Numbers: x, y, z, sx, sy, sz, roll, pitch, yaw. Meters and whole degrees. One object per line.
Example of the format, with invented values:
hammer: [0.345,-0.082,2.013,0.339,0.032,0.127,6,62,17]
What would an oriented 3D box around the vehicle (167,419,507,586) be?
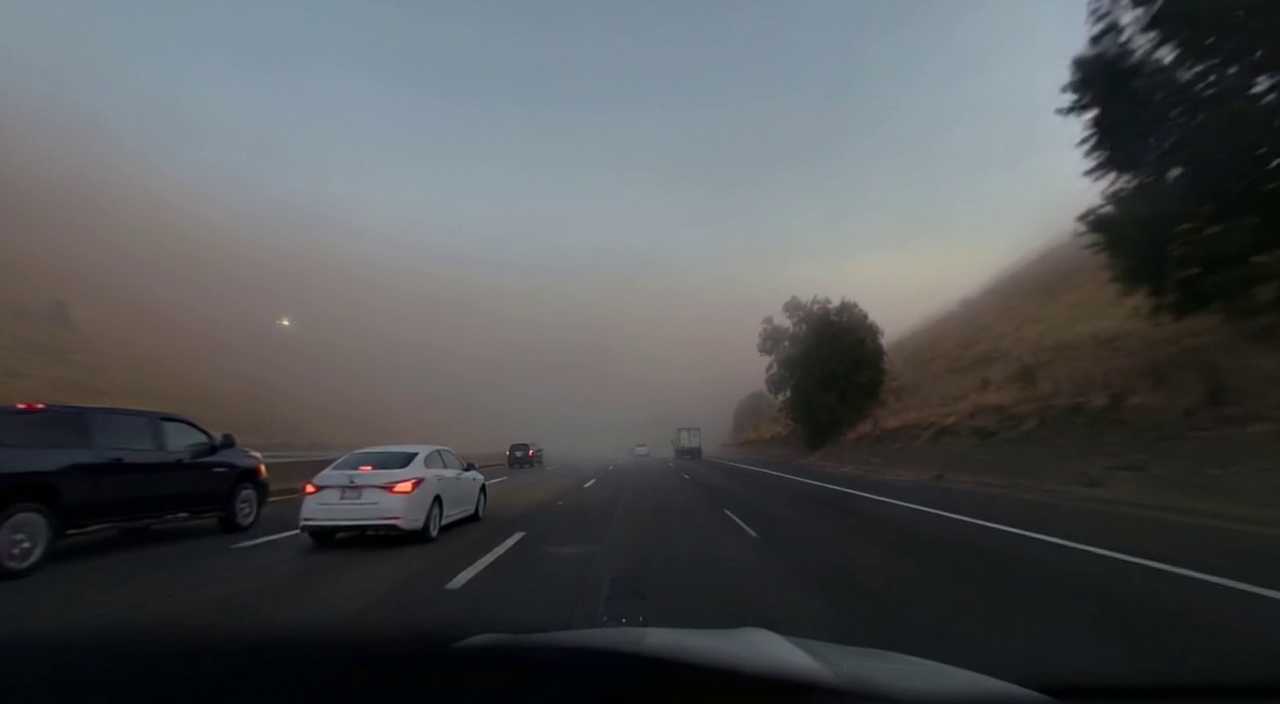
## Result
vehicle: [-3.334,1.744,8.242,2.091,1.552,4.516,0,-8,2]

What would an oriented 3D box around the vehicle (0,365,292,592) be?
vehicle: [-7.128,1.379,7.267,2.589,2.063,6.206,0,-8,1]

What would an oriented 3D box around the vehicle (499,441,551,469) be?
vehicle: [-6.667,6.028,37.089,2.047,1.532,4.980,0,-8,1]
